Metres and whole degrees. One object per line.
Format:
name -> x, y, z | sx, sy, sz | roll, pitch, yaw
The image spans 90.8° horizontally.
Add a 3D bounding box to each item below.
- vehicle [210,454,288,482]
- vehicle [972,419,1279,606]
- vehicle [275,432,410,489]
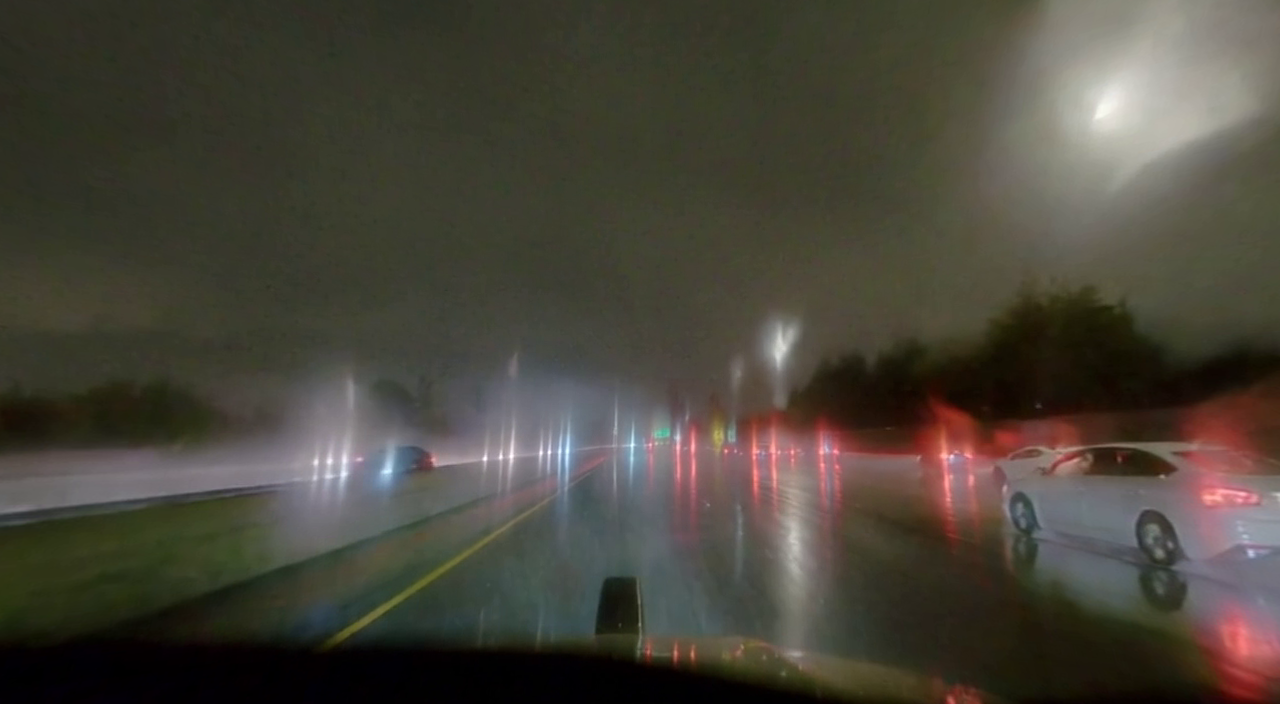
vehicle -> -23.134, 6.858, 37.623 | 1.848, 1.468, 4.461 | 0, -8, -1
vehicle -> 5.992, 1.611, 7.254 | 1.821, 1.470, 4.633 | 0, -9, 0
vehicle -> -8.791, 3.211, 19.174 | 1.884, 1.485, 4.376 | 0, -8, 1
